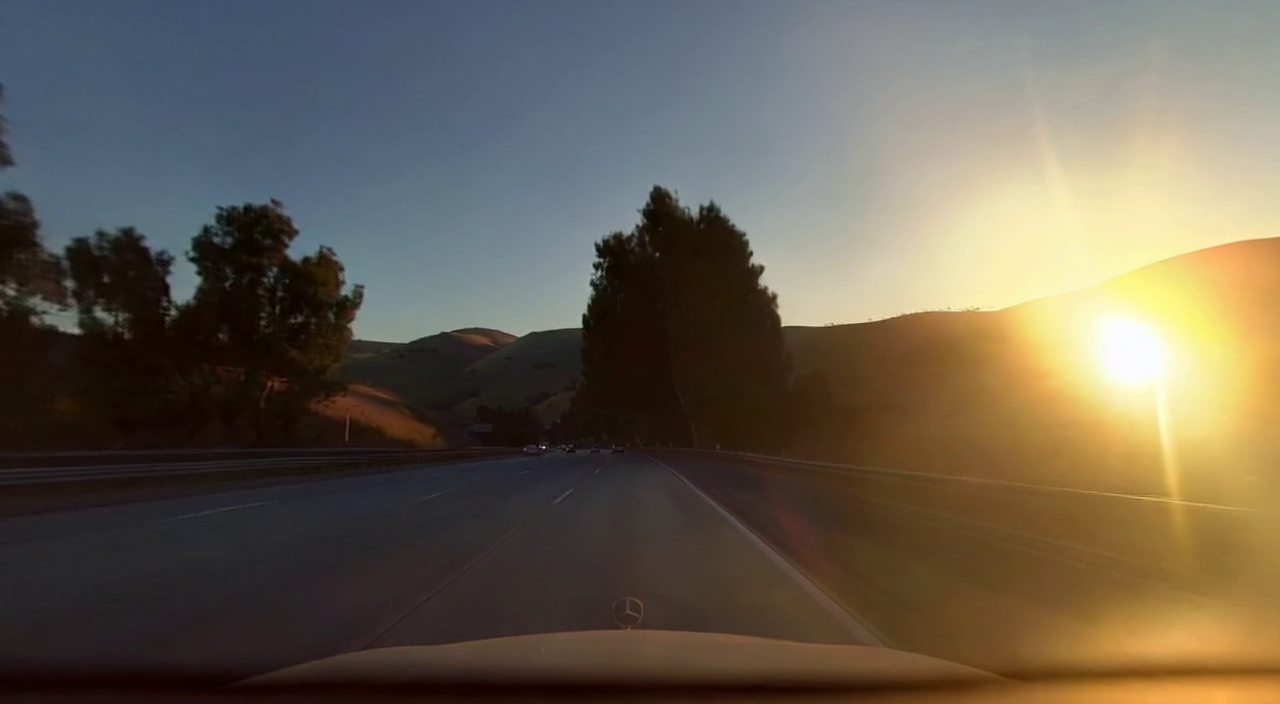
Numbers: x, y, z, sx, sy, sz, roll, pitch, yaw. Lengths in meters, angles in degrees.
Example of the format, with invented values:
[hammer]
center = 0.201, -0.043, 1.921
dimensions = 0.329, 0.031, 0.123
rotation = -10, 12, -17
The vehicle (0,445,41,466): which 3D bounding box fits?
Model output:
[vehicle]
center = -44.061, 7.132, 43.414
dimensions = 1.652, 1.413, 4.032
rotation = 0, -9, -2
